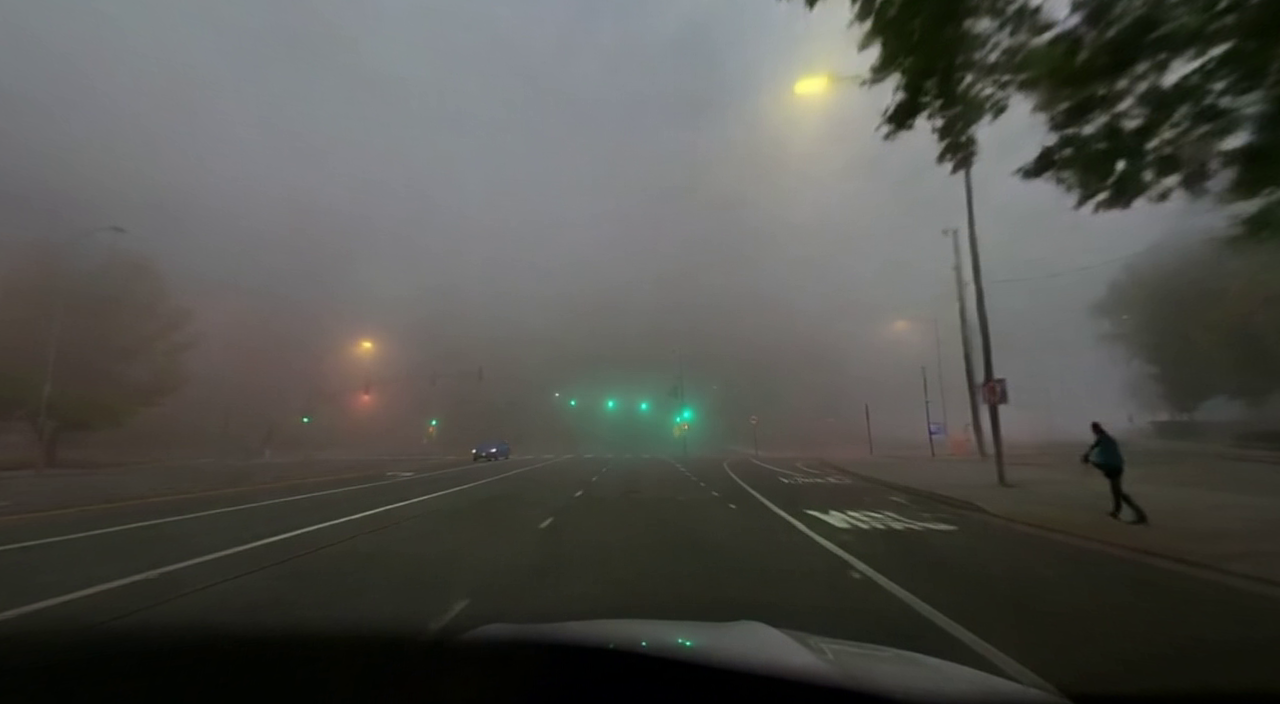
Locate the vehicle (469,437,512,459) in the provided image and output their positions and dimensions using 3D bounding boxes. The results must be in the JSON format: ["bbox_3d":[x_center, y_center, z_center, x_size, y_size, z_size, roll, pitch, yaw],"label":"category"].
[{"bbox_3d":[-10.783,7.007,45.848,1.924,1.502,4.727,0,-9,1],"label":"vehicle"}]
